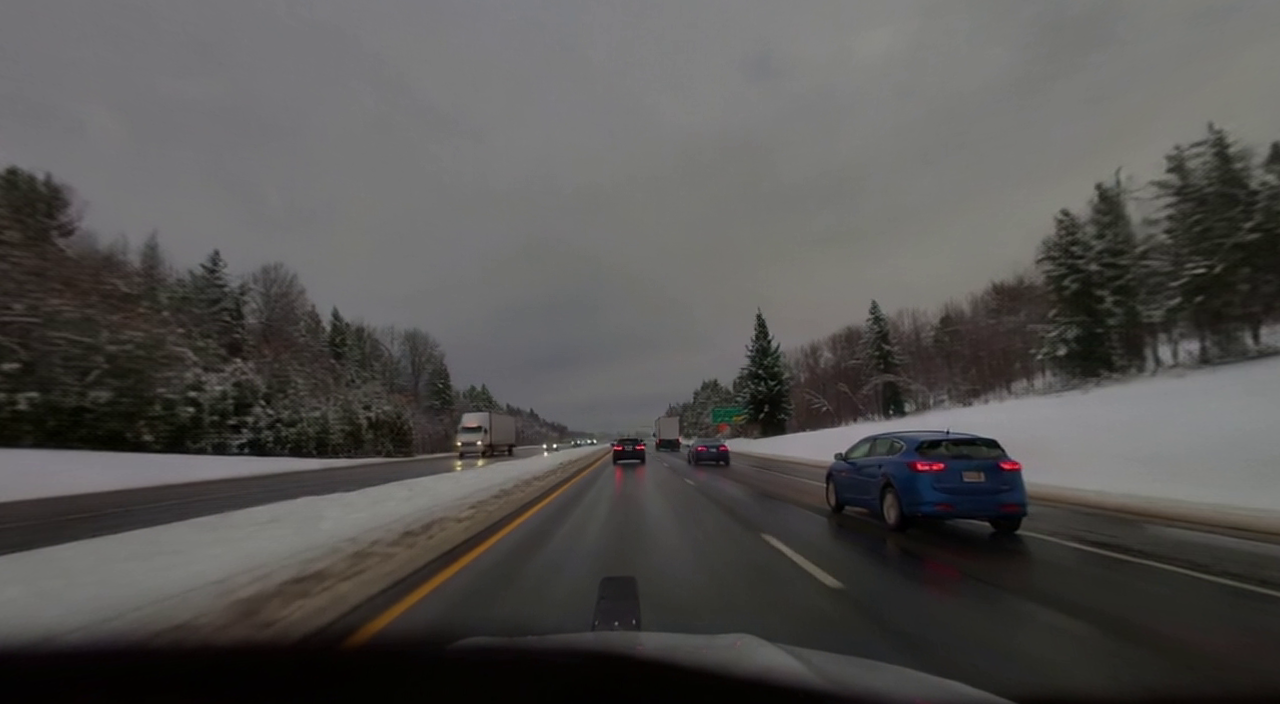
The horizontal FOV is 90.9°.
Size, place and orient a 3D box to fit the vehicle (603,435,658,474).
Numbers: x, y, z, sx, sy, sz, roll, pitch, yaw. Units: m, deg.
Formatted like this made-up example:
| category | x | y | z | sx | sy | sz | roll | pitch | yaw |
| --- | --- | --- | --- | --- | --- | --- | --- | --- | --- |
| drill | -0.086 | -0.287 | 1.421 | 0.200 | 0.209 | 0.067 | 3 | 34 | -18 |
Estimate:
| category | x | y | z | sx | sy | sz | roll | pitch | yaw |
| --- | --- | --- | --- | --- | --- | --- | --- | --- | --- |
| vehicle | -0.412 | 4.238 | 26.386 | 2.143 | 1.466 | 3.693 | 0 | -7 | -2 |

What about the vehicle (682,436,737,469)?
| category | x | y | z | sx | sy | sz | roll | pitch | yaw |
| --- | --- | --- | --- | --- | --- | --- | --- | --- | --- |
| vehicle | 3.307 | 4.835 | 30.806 | 2.004 | 1.469 | 4.472 | 0 | -8 | -2 |

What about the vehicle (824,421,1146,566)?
| category | x | y | z | sx | sy | sz | roll | pitch | yaw |
| --- | --- | --- | --- | --- | --- | --- | --- | --- | --- |
| vehicle | 4.333 | 1.795 | 8.919 | 2.066 | 1.526 | 4.216 | 0 | -8 | -2 |
